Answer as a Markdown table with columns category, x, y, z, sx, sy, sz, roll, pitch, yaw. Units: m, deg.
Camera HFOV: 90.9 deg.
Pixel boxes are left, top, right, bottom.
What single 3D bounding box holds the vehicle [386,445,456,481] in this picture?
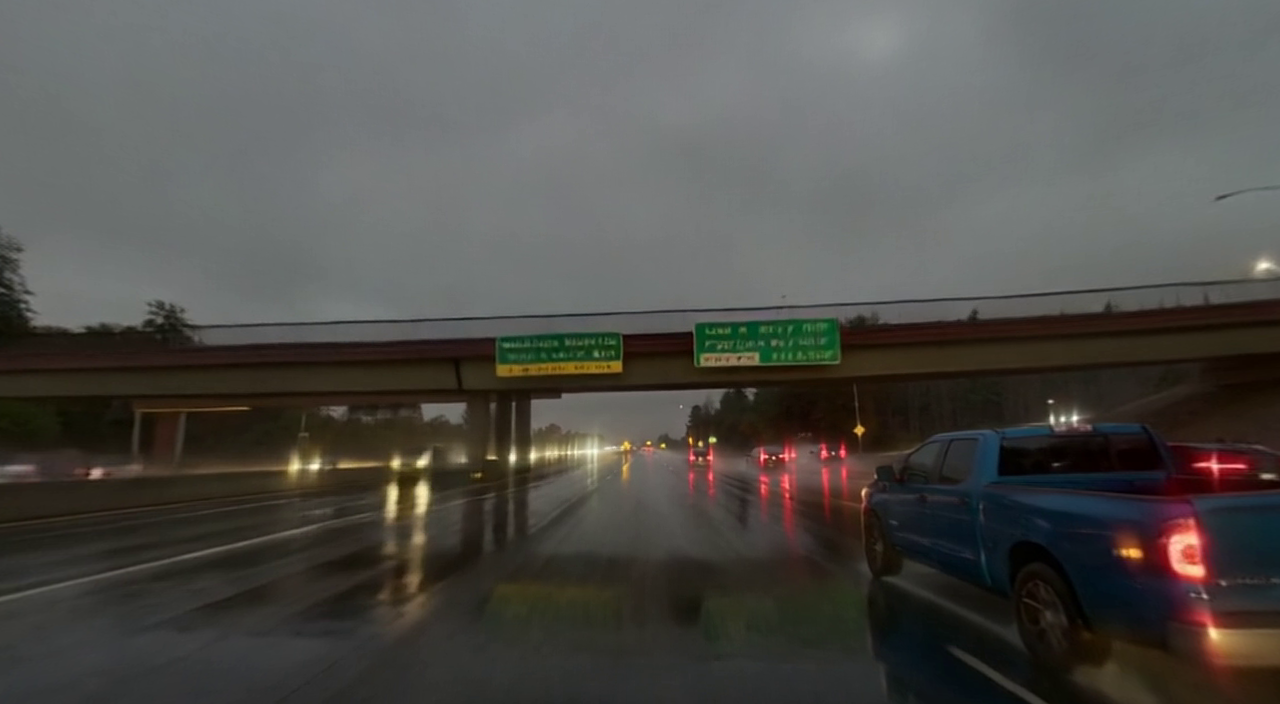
| category | x | y | z | sx | sy | sz | roll | pitch | yaw |
| --- | --- | --- | --- | --- | --- | --- | --- | --- | --- |
| vehicle | -11.312 | 5.736 | 32.933 | 1.986 | 1.742 | 4.461 | 0 | -8 | 1 |

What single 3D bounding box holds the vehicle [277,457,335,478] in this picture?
| category | x | y | z | sx | sy | sz | roll | pitch | yaw |
| --- | --- | --- | --- | --- | --- | --- | --- | --- | --- |
| vehicle | -25.551 | 8.835 | 48.453 | 1.845 | 1.475 | 4.734 | 0 | -8 | 0 |

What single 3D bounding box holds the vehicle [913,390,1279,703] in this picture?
| category | x | y | z | sx | sy | sz | roll | pitch | yaw |
| --- | --- | --- | --- | --- | --- | --- | --- | --- | --- |
| vehicle | 3.343 | 0.981 | 2.792 | 2.119 | 1.524 | 4.807 | 0 | -8 | 0 |

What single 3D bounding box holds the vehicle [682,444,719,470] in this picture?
| category | x | y | z | sx | sy | sz | roll | pitch | yaw |
| --- | --- | --- | --- | --- | --- | --- | --- | --- | --- |
| vehicle | 3.984 | 7.010 | 42.235 | 2.014 | 1.643 | 4.039 | 0 | -8 | -1 |
